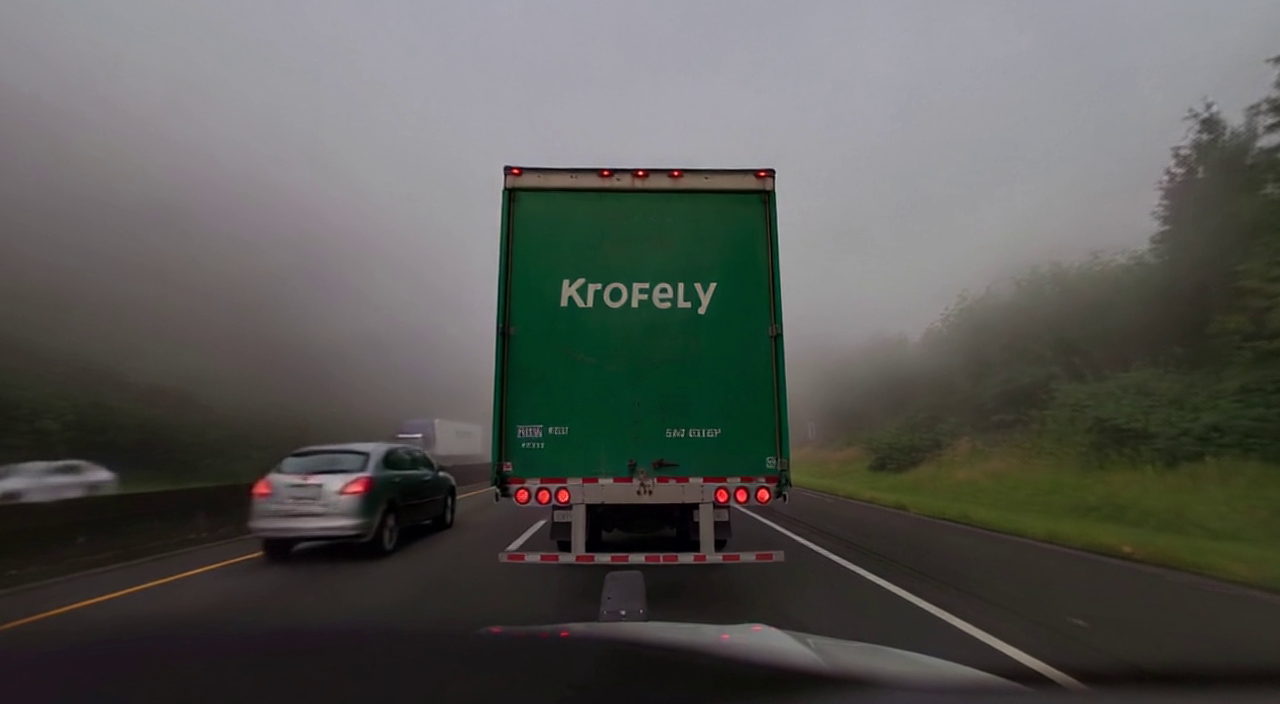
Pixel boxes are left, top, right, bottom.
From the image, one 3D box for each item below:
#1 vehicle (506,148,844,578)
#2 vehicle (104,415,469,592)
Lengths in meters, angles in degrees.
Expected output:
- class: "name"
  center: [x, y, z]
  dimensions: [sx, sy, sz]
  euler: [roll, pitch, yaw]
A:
- class: "vehicle"
  center: [0.233, 1.117, 13.478]
  dimensions: [3.230, 4.377, 14.405]
  euler: [0, -9, -1]
- class: "vehicle"
  center: [-3.804, 1.715, 7.924]
  dimensions: [2.095, 1.600, 4.247]
  euler: [0, -9, 0]
